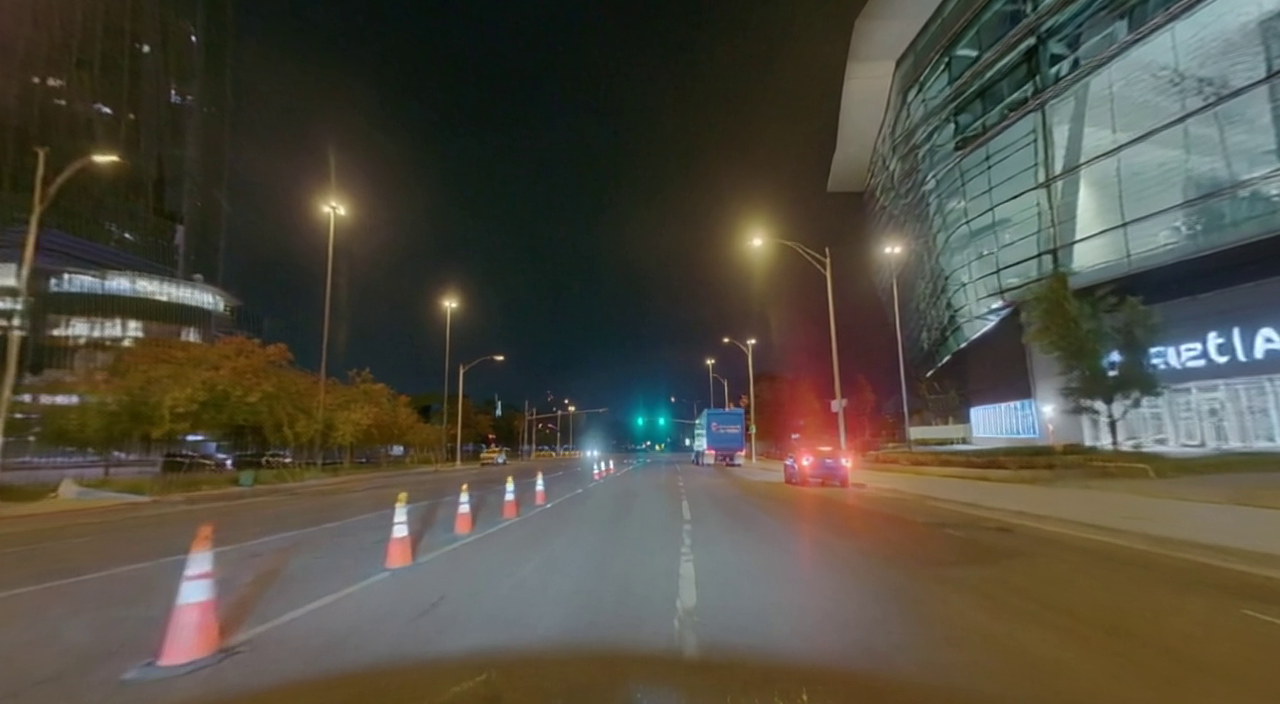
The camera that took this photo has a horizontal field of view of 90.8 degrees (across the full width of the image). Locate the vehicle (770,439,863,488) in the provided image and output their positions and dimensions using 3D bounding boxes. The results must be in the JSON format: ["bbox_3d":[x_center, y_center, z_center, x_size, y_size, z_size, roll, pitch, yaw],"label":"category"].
[{"bbox_3d":[6.432,4.091,23.576,2.098,1.619,4.433,0,-9,-1],"label":"vehicle"}]

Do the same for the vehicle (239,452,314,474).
[{"bbox_3d":[-24.296,7.420,42.291,3.905,1.345,1.737,0,-9,-1],"label":"vehicle"}]

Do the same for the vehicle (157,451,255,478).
[{"bbox_3d":[-25.244,6.520,36.853,4.237,1.490,1.901,0,-9,-2],"label":"vehicle"}]
